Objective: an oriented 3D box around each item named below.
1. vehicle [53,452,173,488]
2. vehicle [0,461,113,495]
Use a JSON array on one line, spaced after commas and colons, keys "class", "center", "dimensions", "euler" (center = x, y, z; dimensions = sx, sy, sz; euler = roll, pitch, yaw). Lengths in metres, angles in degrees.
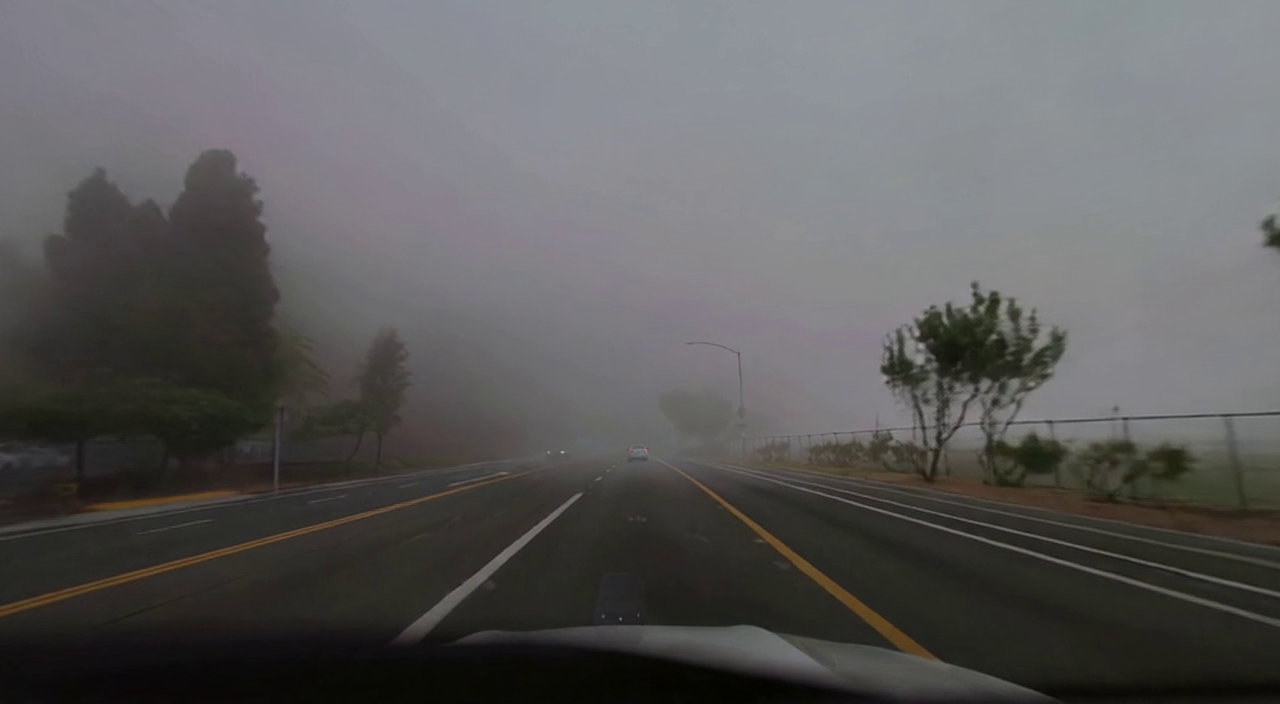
[{"class": "vehicle", "center": [-26.476, 5.924, 31.877], "dimensions": [4.140, 1.635, 2.059], "euler": [-1, -8, -1]}, {"class": "vehicle", "center": [-27.241, 5.820, 29.322], "dimensions": [3.977, 1.453, 1.768], "euler": [-1, -9, 2]}]
